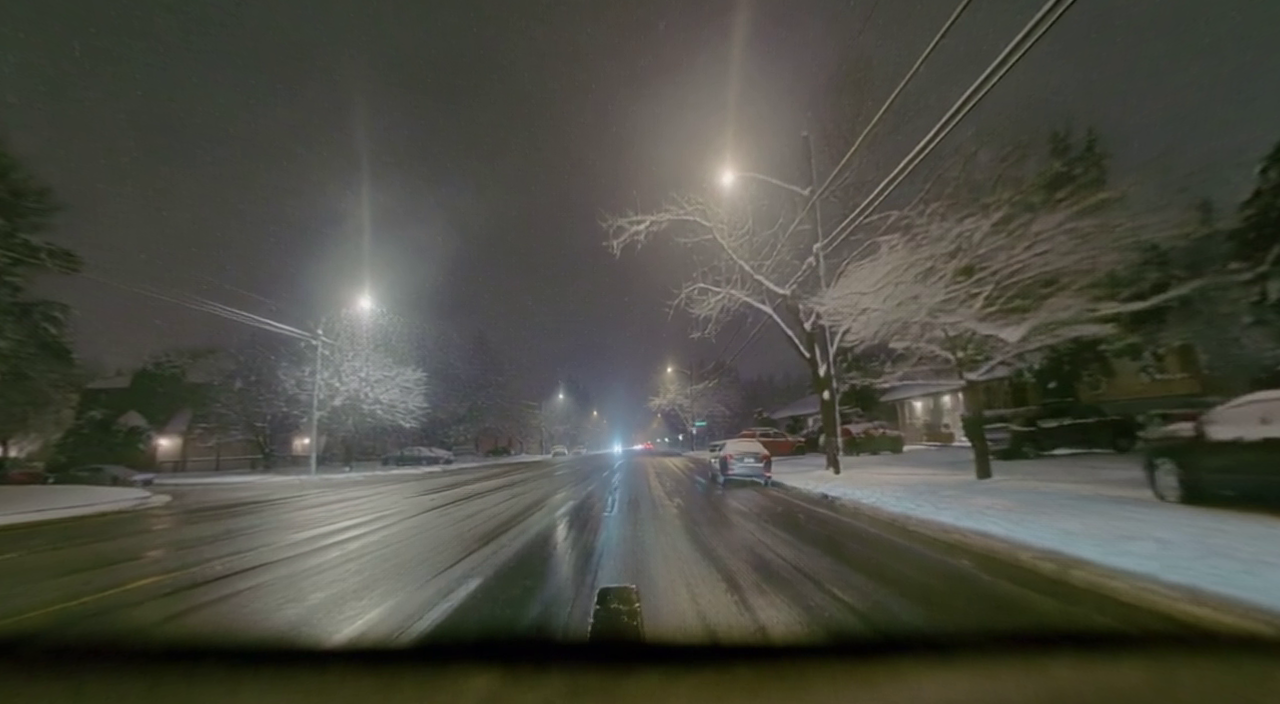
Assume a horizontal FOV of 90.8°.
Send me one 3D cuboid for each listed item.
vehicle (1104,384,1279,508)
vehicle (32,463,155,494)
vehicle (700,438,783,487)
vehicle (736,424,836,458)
[{"bbox_3d":[9.531,1.251,8.887,1.971,1.641,5.191,-4,-7,-1],"label":"vehicle"},{"bbox_3d":[-28.533,6.598,33.067,4.637,1.448,2.016,-1,-8,3],"label":"vehicle"},{"bbox_3d":[3.449,3.839,22.439,2.037,1.518,4.904,0,-8,-1],"label":"vehicle"},{"bbox_3d":[9.329,5.790,40.941,5.933,2.038,2.382,1,-9,3],"label":"vehicle"}]
